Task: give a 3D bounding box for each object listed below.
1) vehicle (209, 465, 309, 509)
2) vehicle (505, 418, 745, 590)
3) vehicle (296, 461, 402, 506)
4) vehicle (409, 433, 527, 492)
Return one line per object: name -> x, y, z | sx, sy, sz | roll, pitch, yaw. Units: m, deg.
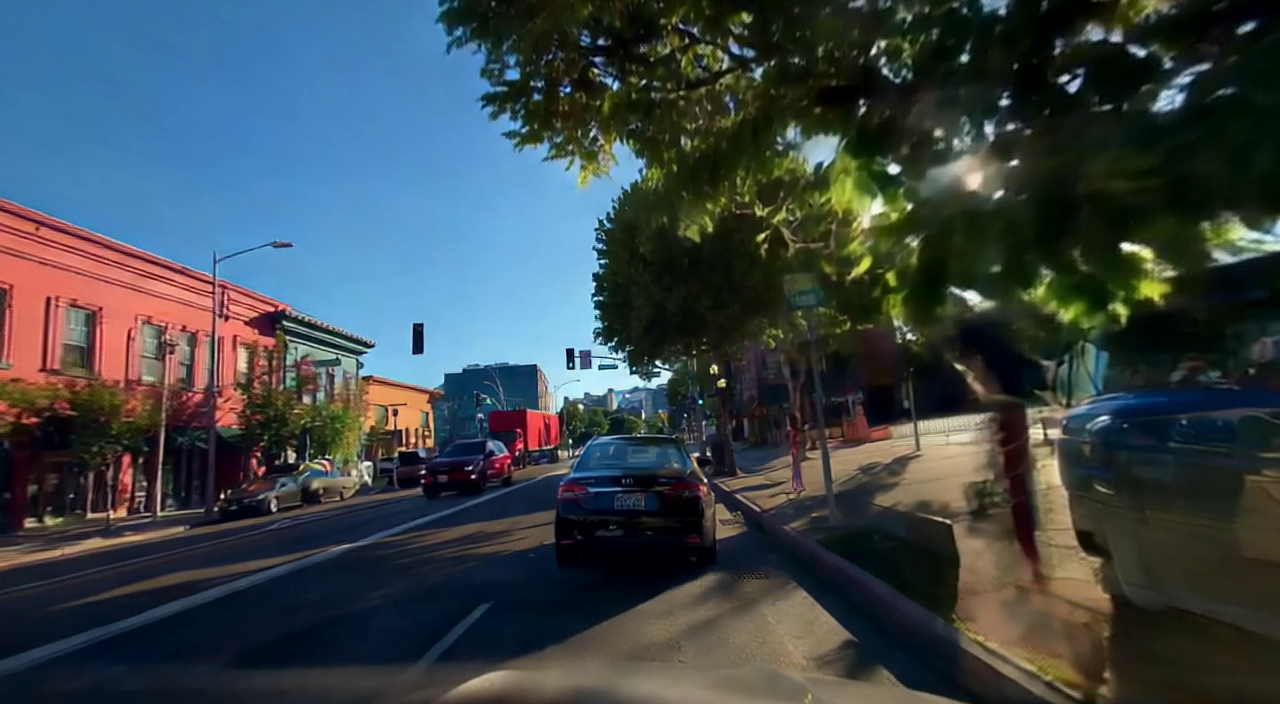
vehicle -> -17.441, 6.153, 28.916 | 3.516, 1.383, 1.704 | -10, -10, 1
vehicle -> -0.054, 1.621, 7.534 | 2.094, 1.478, 3.922 | -1, -8, 2
vehicle -> -11.225, 5.076, 24.723 | 2.010, 1.483, 4.324 | 0, -8, 1
vehicle -> -6.001, 3.963, 23.050 | 2.402, 1.852, 6.057 | -1, -8, 2
